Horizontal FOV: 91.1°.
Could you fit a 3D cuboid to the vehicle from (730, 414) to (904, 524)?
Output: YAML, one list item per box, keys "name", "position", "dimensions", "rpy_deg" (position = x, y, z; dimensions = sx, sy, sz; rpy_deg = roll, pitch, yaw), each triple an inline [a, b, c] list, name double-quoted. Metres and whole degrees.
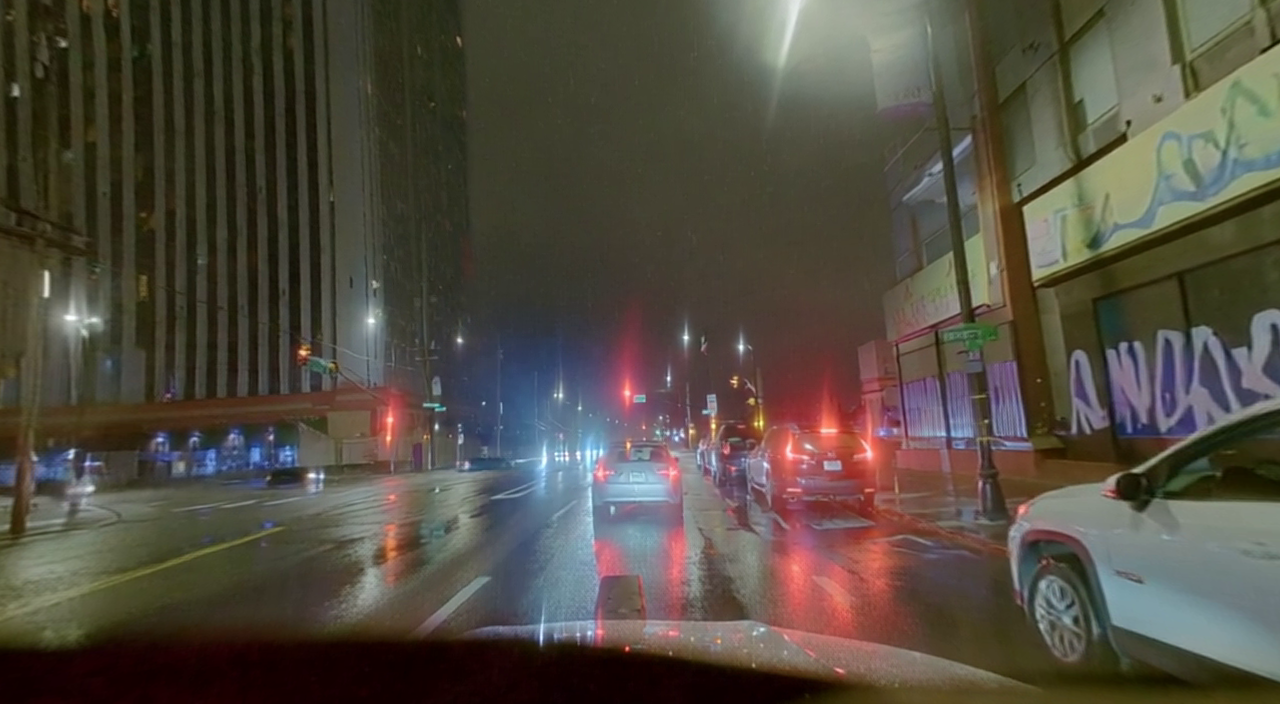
- name: "vehicle"
  position: [3.246, 2.268, 12.669]
  dimensions: [2.060, 1.783, 4.579]
  rpy_deg: [0, -8, -1]

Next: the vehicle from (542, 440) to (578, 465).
- name: "vehicle"
  position: [-5.750, 7.305, 45.664]
  dimensions: [2.059, 1.699, 4.252]
  rpy_deg: [0, -8, 1]

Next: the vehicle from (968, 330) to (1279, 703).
- name: "vehicle"
  position: [3.273, 0.766, 2.151]
  dimensions: [1.938, 1.714, 4.402]
  rpy_deg: [0, -8, 1]

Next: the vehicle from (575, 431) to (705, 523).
- name: "vehicle"
  position: [0.034, 2.428, 12.771]
  dimensions: [2.153, 1.505, 4.452]
  rpy_deg: [0, -8, 1]
